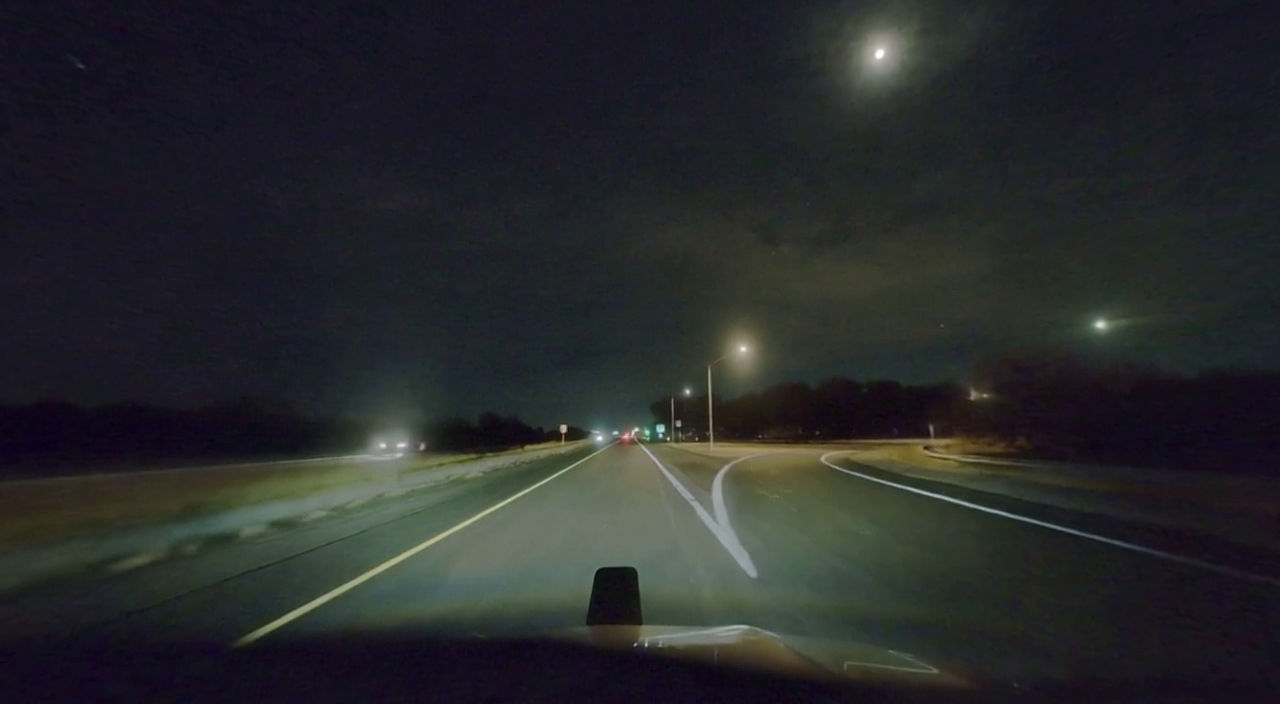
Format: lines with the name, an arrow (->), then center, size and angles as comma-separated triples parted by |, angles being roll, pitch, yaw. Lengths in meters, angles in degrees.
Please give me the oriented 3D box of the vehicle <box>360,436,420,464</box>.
vehicle -> -17.599, 6.895, 44.568 | 2.126, 1.840, 5.293 | 0, -8, 0
